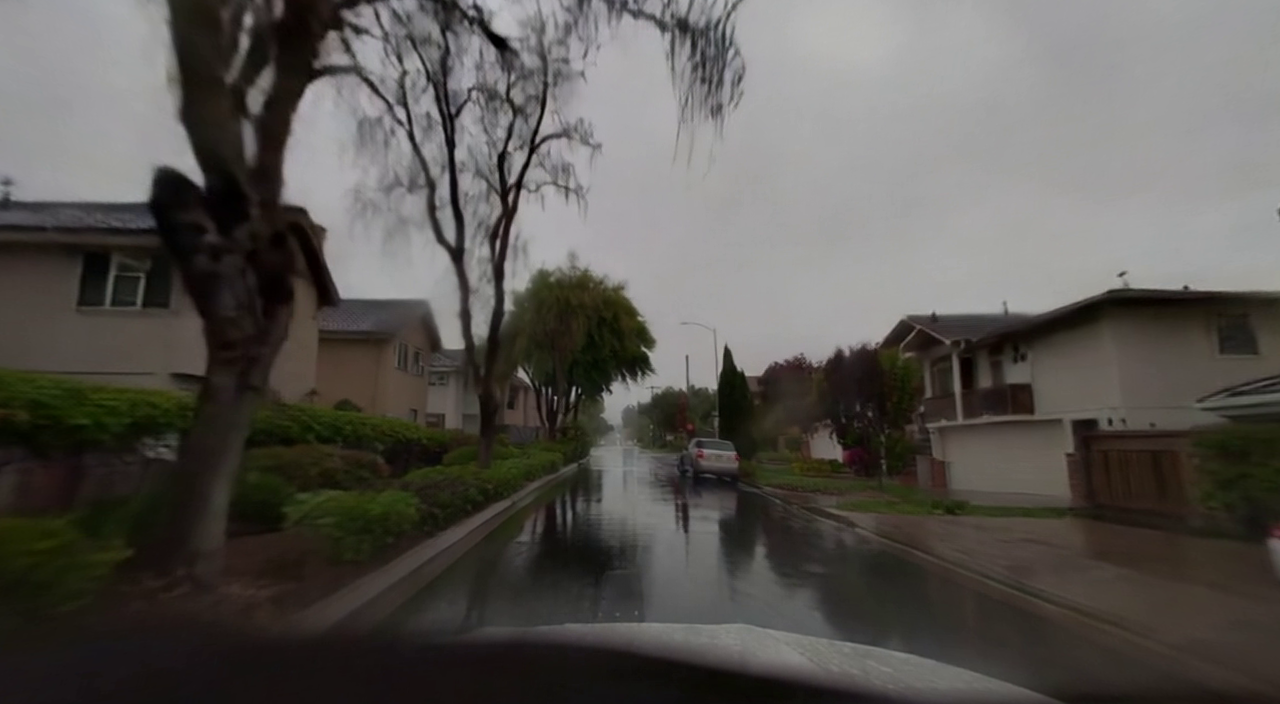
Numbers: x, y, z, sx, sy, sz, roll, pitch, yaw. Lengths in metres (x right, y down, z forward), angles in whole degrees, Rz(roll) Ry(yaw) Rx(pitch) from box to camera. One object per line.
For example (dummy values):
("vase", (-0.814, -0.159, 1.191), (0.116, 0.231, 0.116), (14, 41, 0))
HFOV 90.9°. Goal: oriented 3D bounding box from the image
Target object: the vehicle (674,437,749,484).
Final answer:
("vehicle", (2.422, 3.792, 22.421), (1.955, 1.498, 4.046), (0, -8, -4))
